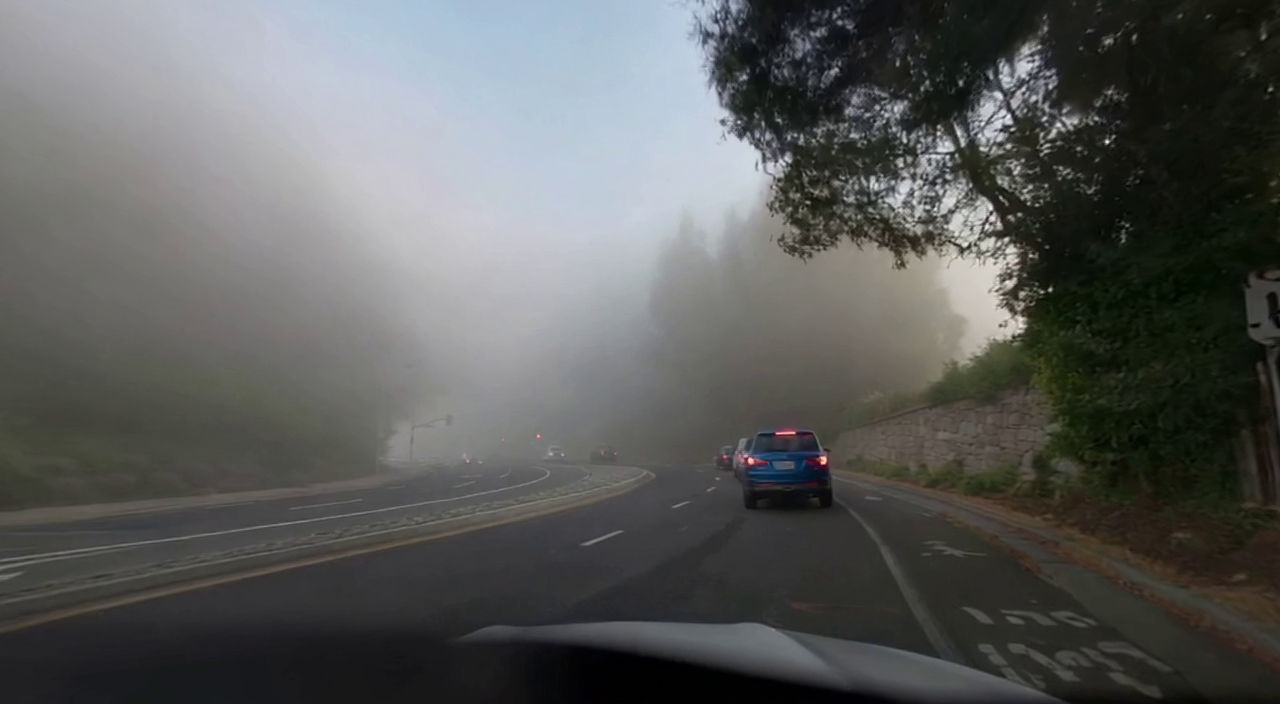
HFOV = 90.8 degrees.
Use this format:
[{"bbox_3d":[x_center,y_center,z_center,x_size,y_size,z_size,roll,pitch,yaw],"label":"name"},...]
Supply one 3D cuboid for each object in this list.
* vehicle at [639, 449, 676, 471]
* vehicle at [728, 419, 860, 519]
[{"bbox_3d":[1.189,7.597,44.679,2.023,1.474,4.286,1,-8,-7],"label":"vehicle"},{"bbox_3d":[3.127,2.411,13.546,2.287,1.762,4.269,-1,-8,10],"label":"vehicle"}]
